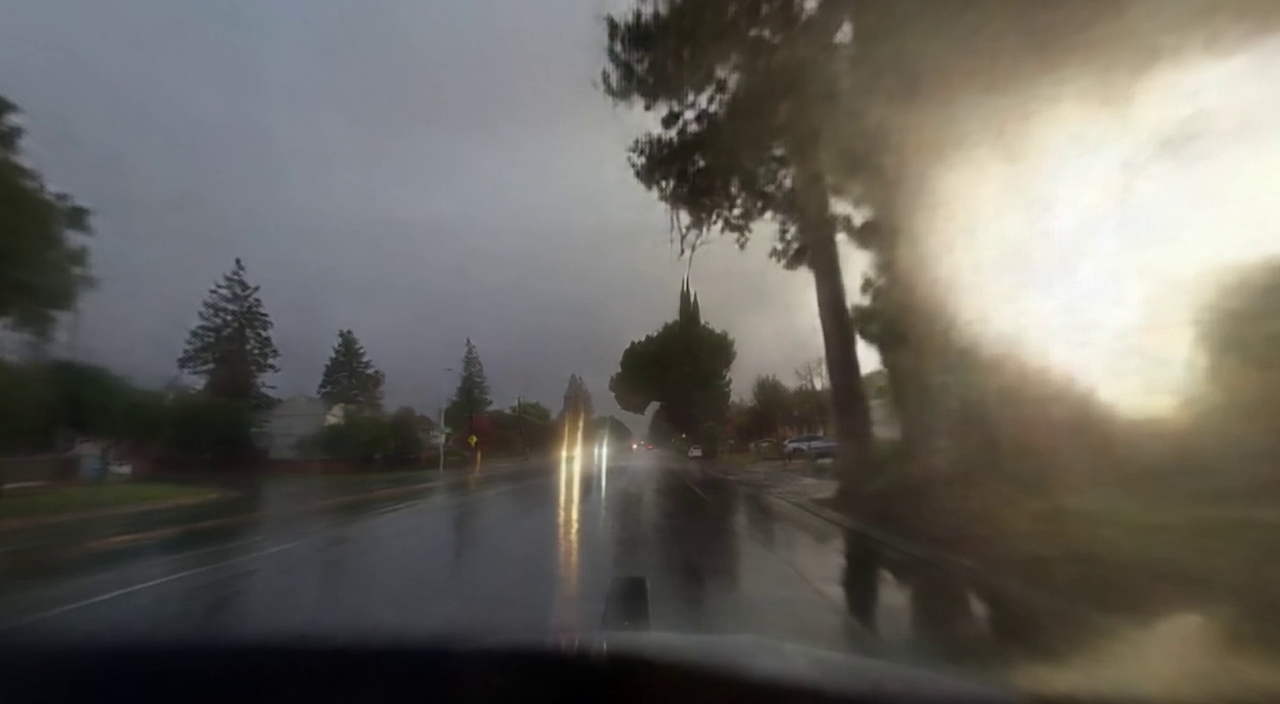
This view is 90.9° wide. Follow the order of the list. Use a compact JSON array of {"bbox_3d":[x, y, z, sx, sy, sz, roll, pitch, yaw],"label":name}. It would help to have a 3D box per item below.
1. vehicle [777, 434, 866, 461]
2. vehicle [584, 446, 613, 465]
[{"bbox_3d":[10.653,5.647,37.174,4.606,1.525,1.932,0,-8,0],"label":"vehicle"},{"bbox_3d":[-3.173,7.945,48.671,1.973,1.400,3.915,0,-8,0],"label":"vehicle"}]
